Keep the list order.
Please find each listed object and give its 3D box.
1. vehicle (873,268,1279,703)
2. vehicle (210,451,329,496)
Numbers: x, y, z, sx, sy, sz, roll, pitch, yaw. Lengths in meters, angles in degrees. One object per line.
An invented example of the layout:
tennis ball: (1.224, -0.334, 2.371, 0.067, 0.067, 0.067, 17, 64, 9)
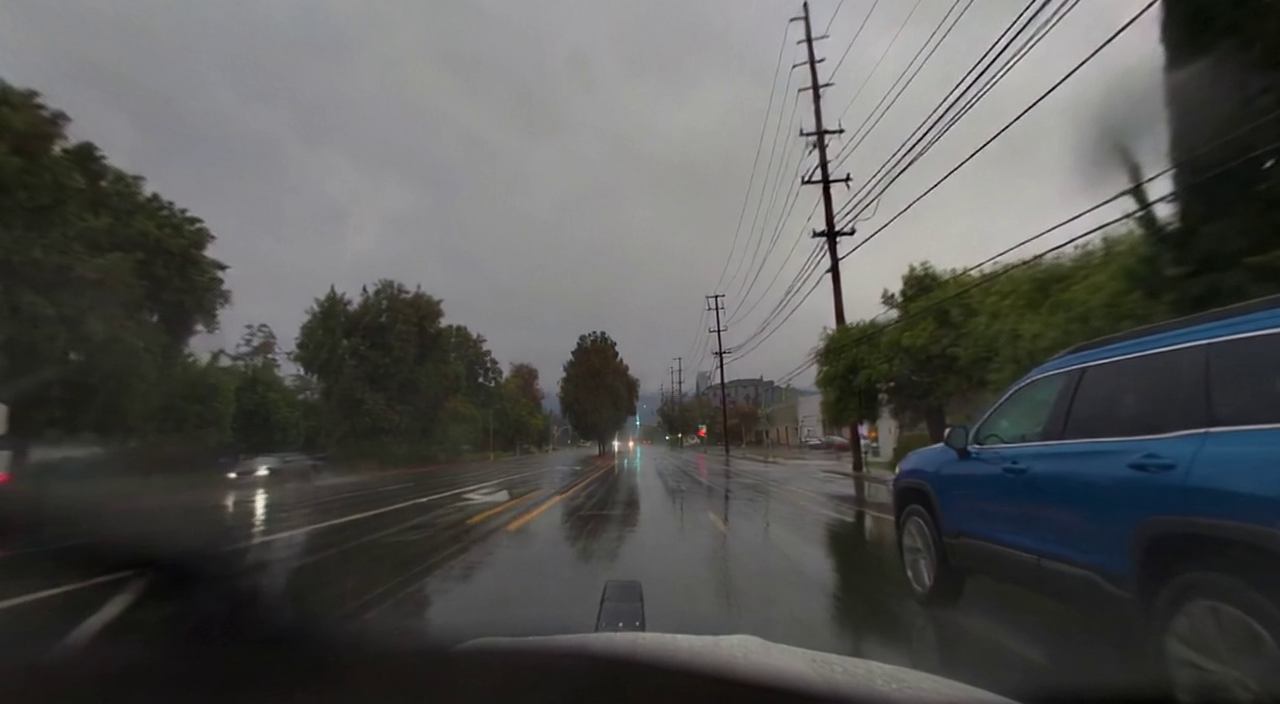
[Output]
vehicle: (3.039, 0.797, 2.959, 2.060, 1.820, 4.713, 0, -8, 0)
vehicle: (-14.213, 4.649, 24.595, 2.015, 1.501, 4.307, 0, -8, 0)
